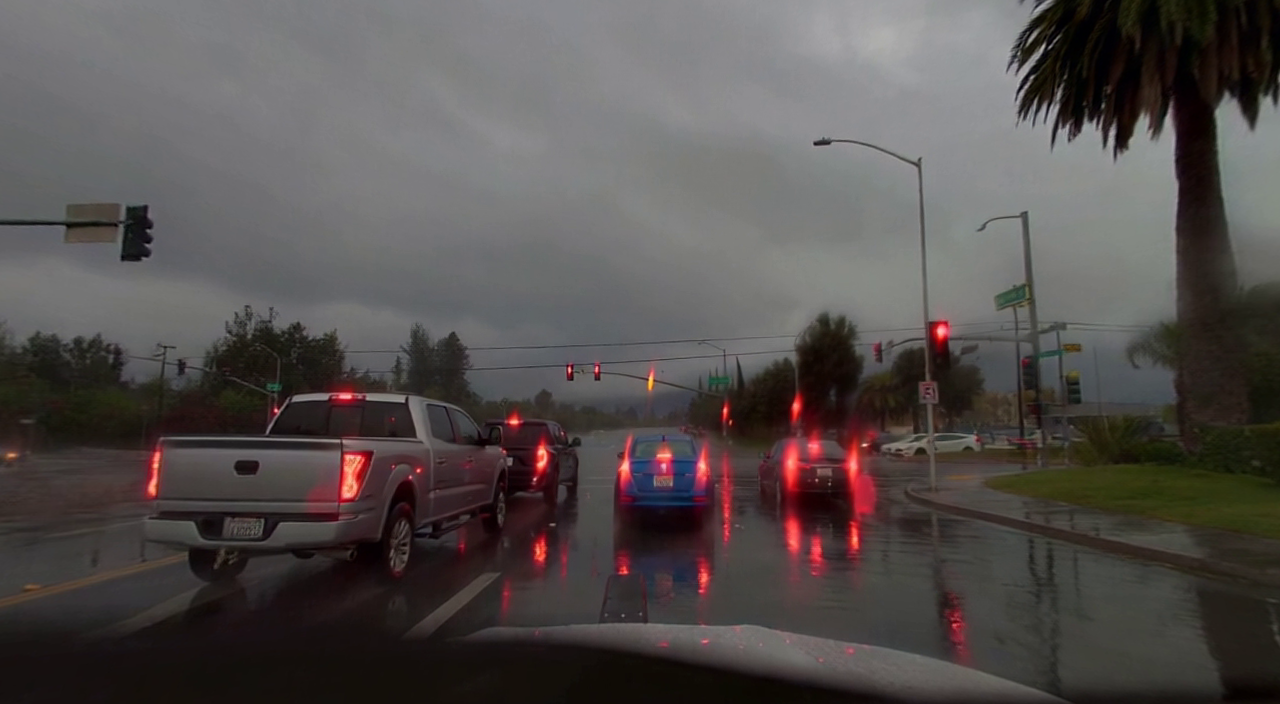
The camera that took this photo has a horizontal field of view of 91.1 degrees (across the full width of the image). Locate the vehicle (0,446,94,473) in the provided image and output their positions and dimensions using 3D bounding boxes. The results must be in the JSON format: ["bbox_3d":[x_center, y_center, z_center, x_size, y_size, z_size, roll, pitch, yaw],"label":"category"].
[{"bbox_3d":[-37.056,6.646,38.898,4.576,1.617,1.937,0,-8,2],"label":"vehicle"}]

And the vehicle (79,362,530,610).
[{"bbox_3d":[-3.210,1.482,7.927,2.330,1.969,5.626,-1,-8,3],"label":"vehicle"}]

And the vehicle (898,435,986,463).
[{"bbox_3d":[18.848,6.069,39.298,4.466,1.717,1.963,0,-8,2],"label":"vehicle"}]

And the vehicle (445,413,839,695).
[{"bbox_3d":[0.046,1.400,5.541,2.122,1.501,4.152,0,-8,1],"label":"vehicle"}]
